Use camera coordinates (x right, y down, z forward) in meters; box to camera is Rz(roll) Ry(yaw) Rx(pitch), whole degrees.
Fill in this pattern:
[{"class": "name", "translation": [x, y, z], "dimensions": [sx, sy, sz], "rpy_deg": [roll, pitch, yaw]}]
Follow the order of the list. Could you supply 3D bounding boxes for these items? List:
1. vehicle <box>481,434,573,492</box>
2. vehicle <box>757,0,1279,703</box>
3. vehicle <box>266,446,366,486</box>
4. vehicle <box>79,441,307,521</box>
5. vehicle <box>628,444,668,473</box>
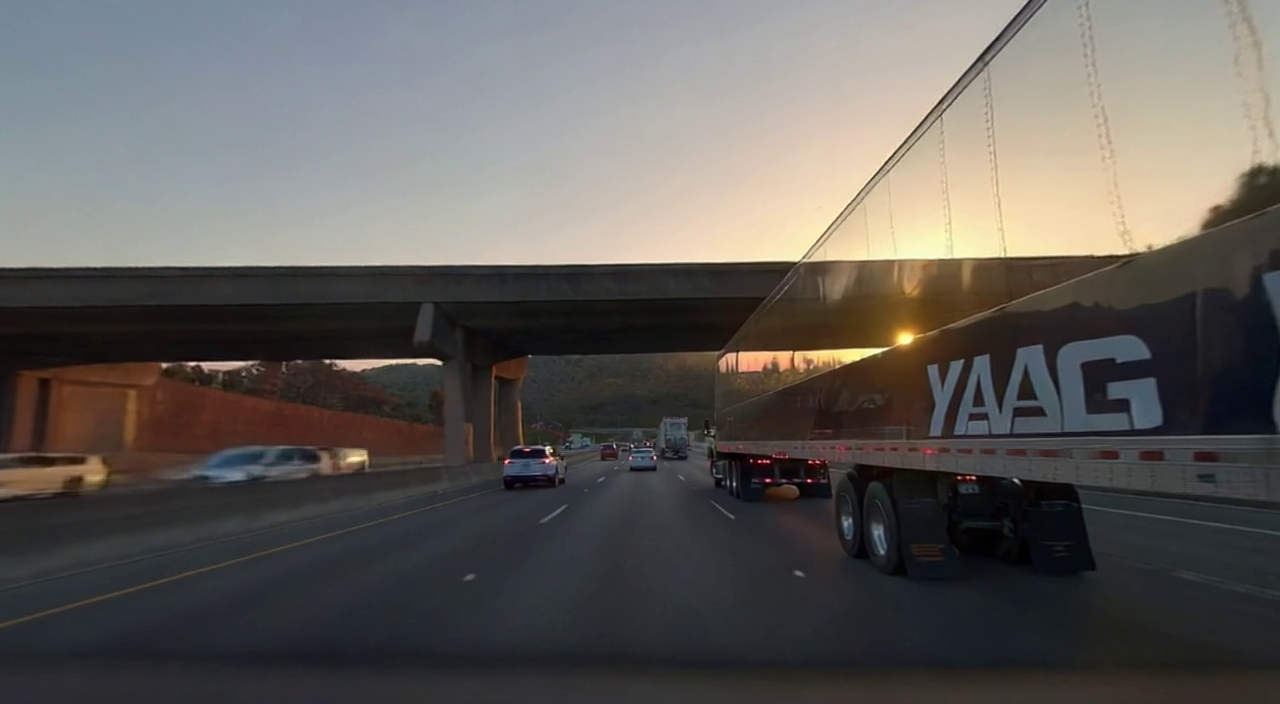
[{"class": "vehicle", "translation": [-3.697, 3.755, 21.684], "dimensions": [2.091, 1.722, 4.974], "rpy_deg": [0, -9, 2]}, {"class": "vehicle", "translation": [3.872, 0.289, 6.981], "dimensions": [2.821, 4.077, 12.562], "rpy_deg": [0, -9, 0]}, {"class": "vehicle", "translation": [-16.079, 5.670, 31.728], "dimensions": [2.097, 1.801, 5.408], "rpy_deg": [0, -9, 1]}, {"class": "vehicle", "translation": [-9.596, 2.771, 14.118], "dimensions": [1.910, 1.496, 4.323], "rpy_deg": [0, -9, 0]}, {"class": "vehicle", "translation": [0.409, 5.738, 34.300], "dimensions": [2.063, 1.469, 4.208], "rpy_deg": [0, -9, 0]}]
